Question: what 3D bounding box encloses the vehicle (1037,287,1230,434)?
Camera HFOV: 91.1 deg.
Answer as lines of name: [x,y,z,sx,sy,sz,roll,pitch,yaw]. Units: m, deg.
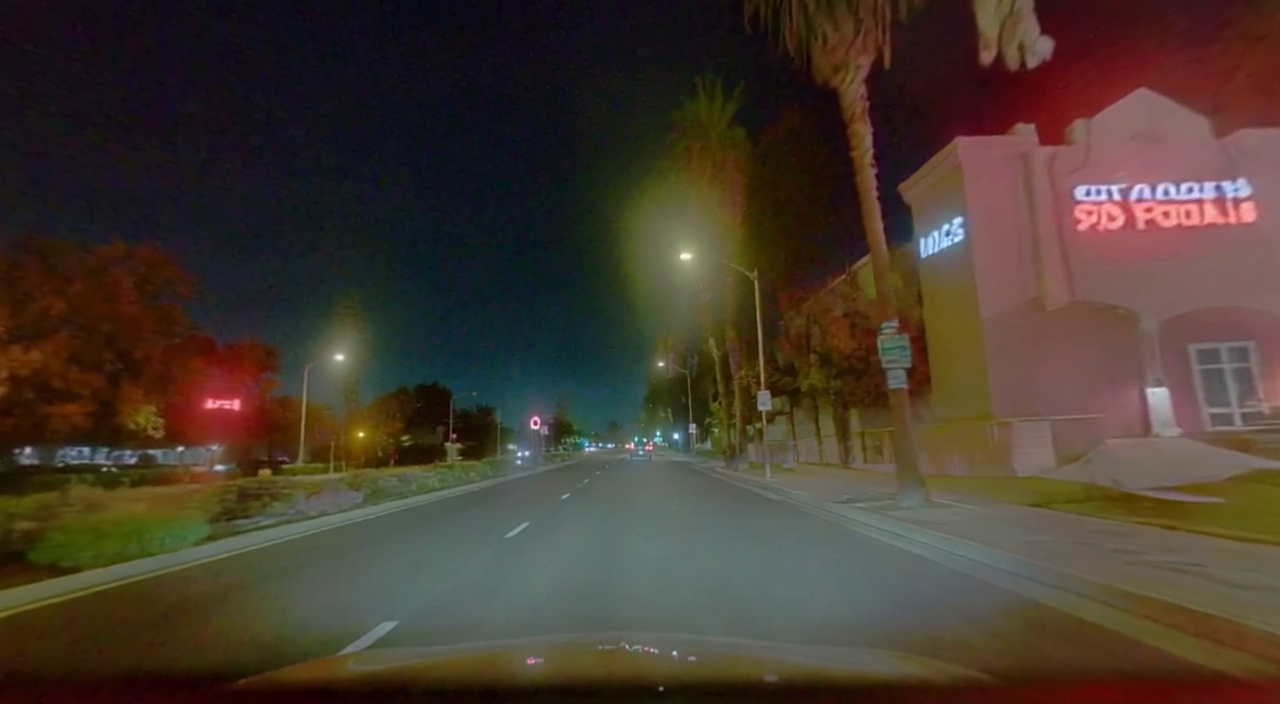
vehicle: [10.400,0.406,13.107,4.592,2.160,2.015,10,-19,-41]
